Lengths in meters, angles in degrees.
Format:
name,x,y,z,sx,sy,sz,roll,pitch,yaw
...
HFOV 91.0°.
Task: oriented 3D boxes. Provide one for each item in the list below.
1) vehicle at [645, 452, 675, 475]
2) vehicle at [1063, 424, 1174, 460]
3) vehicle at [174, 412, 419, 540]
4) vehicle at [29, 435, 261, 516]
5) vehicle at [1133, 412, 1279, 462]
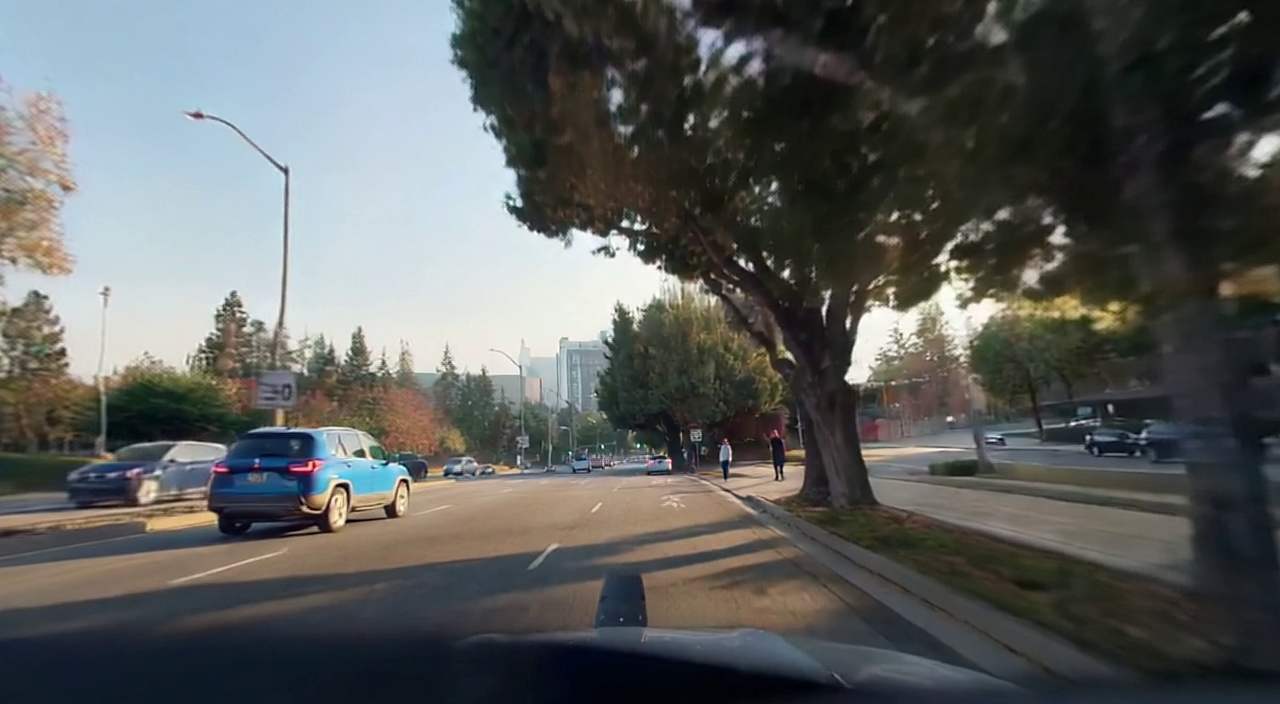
name,x,y,z,sx,sy,sz,roll,pitch,yaw
vehicle,1.387,8.081,45.808,2.091,1.494,3.962,0,-8,0
vehicle,22.993,4.360,30.531,2.001,1.558,4.803,-1,-8,6
vehicle,-5.964,2.185,11.721,2.027,1.908,4.273,0,-8,1
vehicle,-12.001,2.975,15.832,1.953,1.697,4.725,0,-8,0
vehicle,22.129,3.361,24.784,2.018,1.751,4.637,-1,-8,6
